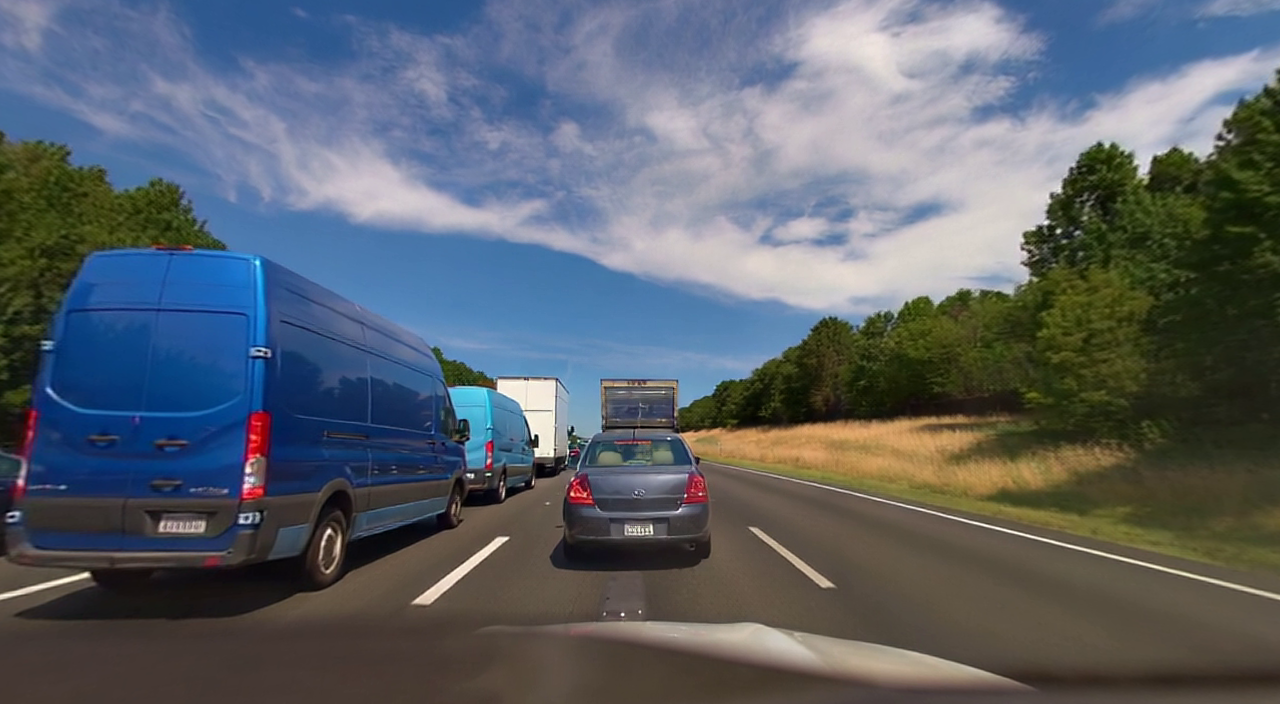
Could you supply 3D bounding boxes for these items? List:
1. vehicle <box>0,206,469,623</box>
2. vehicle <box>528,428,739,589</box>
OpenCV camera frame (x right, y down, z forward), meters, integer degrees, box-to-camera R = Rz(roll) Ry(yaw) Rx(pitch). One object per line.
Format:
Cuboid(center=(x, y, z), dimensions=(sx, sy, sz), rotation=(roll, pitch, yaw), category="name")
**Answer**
Cuboid(center=(-4.049, 0.871, 7.673), dimensions=(2.254, 2.879, 6.656), rotation=(0, -9, -2), category="vehicle")
Cuboid(center=(-0.088, 1.752, 7.743), dimensions=(1.995, 1.495, 3.380), rotation=(0, -9, -1), category="vehicle")
